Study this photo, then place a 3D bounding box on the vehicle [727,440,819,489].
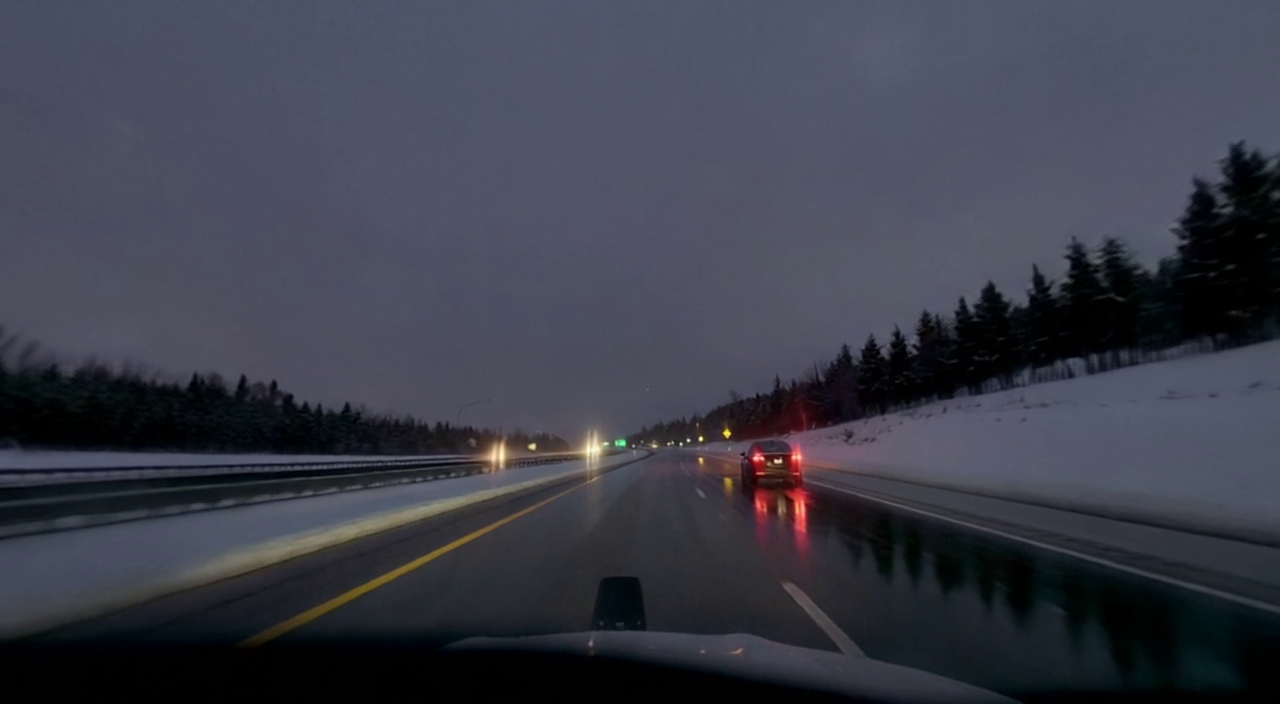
[{"bbox_3d":[4.196,3.631,20.585,2.124,1.405,4.398,0,-9,1],"label":"vehicle"}]
